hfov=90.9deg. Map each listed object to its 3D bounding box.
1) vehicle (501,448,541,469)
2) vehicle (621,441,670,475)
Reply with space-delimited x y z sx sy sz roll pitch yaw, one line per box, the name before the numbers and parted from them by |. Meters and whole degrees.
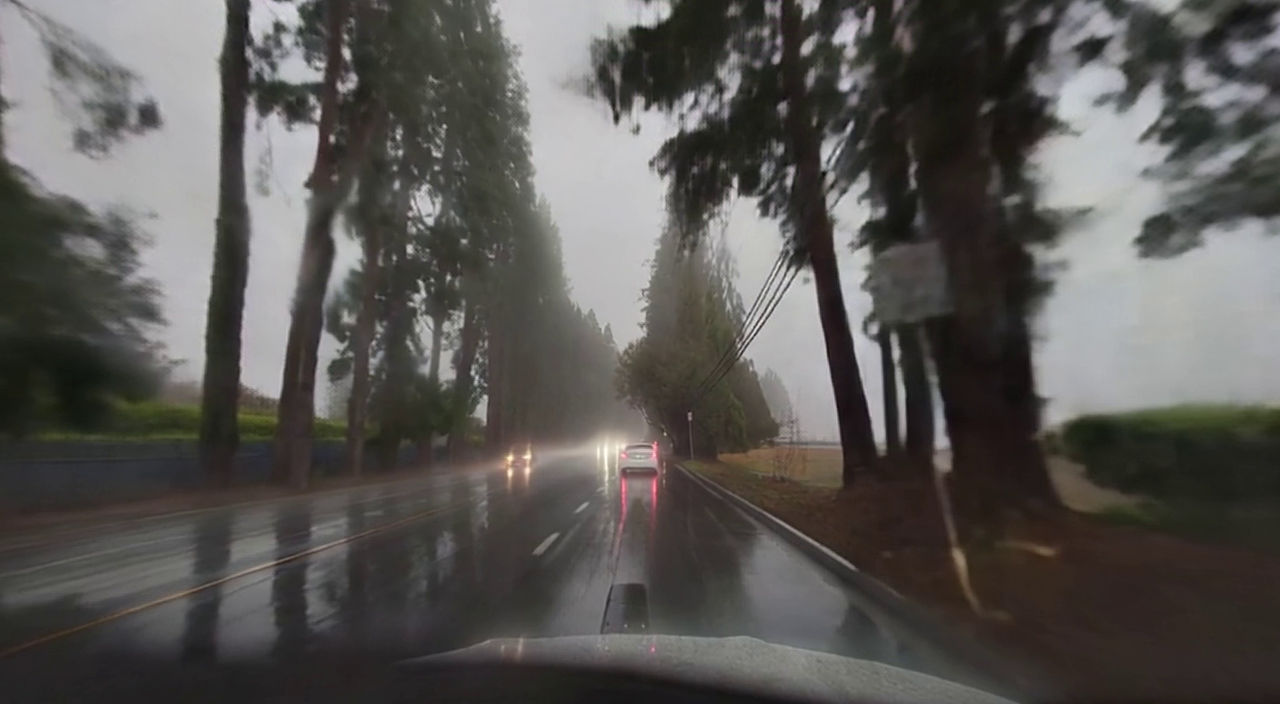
vehicle | -8.851 7.931 47.107 2.061 1.516 4.121 0 -8 1
vehicle | 0.281 4.963 29.656 2.153 1.461 4.374 0 -8 1
